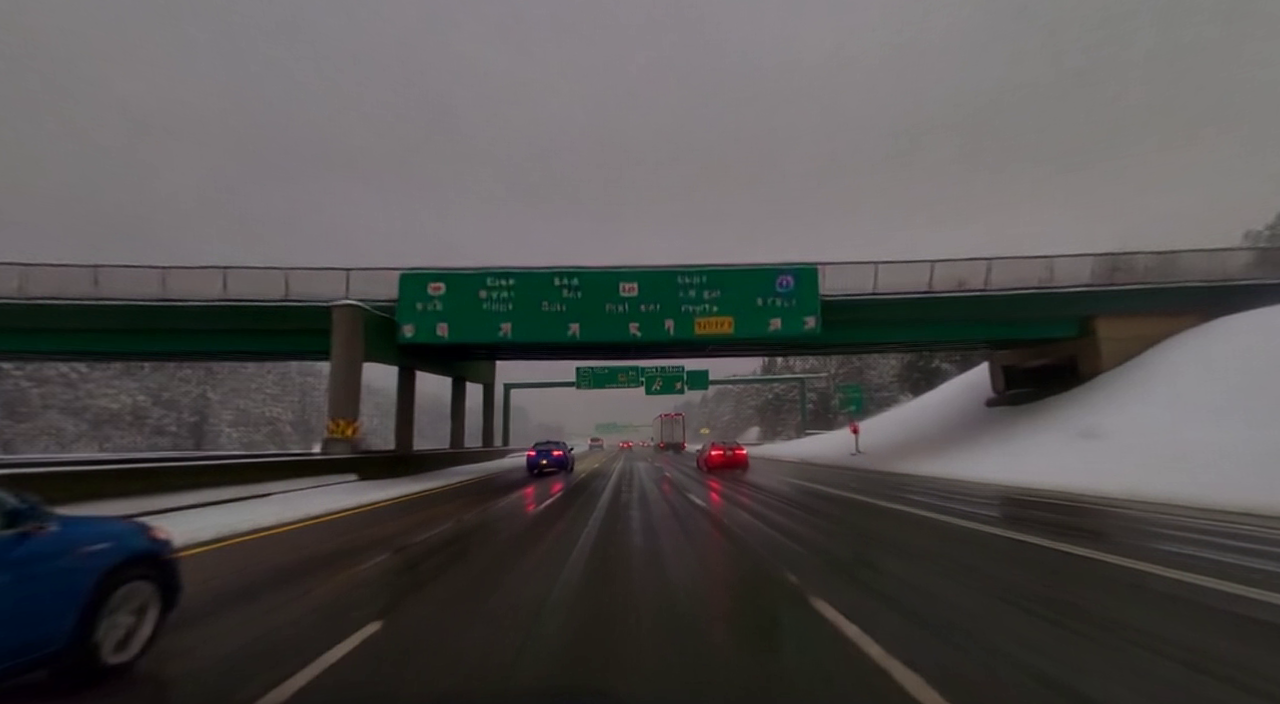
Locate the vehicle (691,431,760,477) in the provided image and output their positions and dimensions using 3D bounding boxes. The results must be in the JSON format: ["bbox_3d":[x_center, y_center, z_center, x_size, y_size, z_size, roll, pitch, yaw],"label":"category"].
[{"bbox_3d":[3.219,3.947,24.582,2.001,1.625,4.088,0,-8,-2],"label":"vehicle"}]

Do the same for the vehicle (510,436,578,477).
[{"bbox_3d":[-3.748,4.172,25.444,2.064,1.479,4.370,0,-8,0],"label":"vehicle"}]

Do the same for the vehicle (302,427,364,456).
[{"bbox_3d":[-20.239,5.917,41.698,2.027,1.792,4.238,0,-8,-1],"label":"vehicle"}]

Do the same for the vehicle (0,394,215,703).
[{"bbox_3d":[-3.567,0.760,1.375,2.122,1.486,4.532,0,-8,0],"label":"vehicle"}]
